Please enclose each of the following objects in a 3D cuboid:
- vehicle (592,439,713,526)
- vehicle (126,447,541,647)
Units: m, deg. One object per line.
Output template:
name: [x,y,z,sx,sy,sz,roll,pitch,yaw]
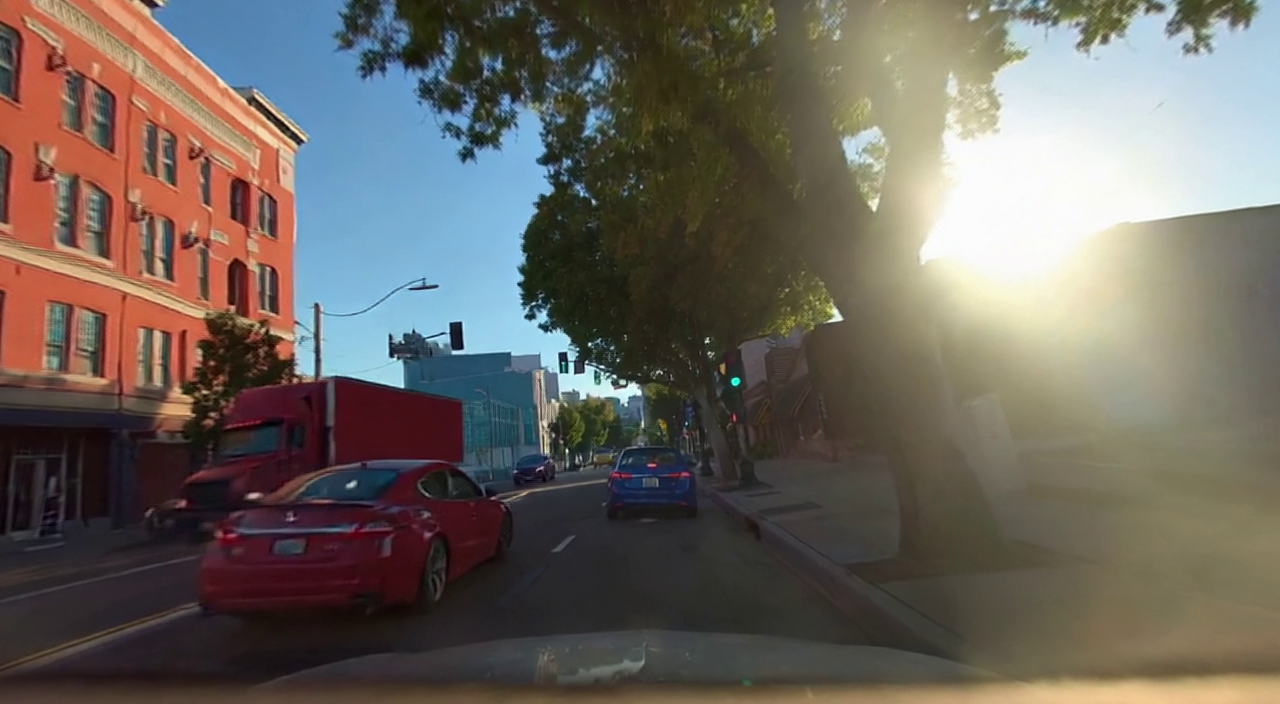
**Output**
vehicle: [0.249,2.563,12.953,2.094,1.478,3.922,0,-8,1]
vehicle: [-2.667,1.809,7.137,2.099,1.424,4.843,-1,-8,3]
